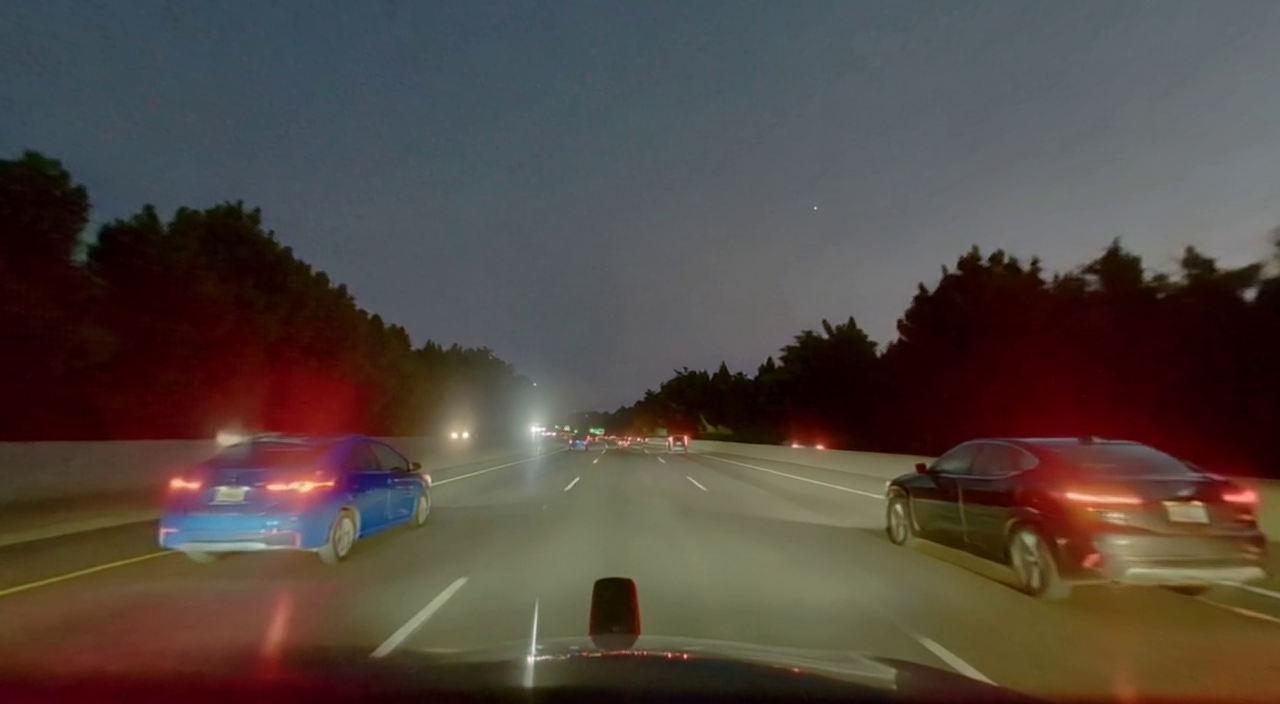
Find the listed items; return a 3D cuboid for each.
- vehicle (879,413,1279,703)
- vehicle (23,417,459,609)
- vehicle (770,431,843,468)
[{"bbox_3d":[3.724,1.350,5.238,1.883,1.536,3.792,0,-8,-2],"label":"vehicle"},{"bbox_3d":[-3.929,1.628,7.581,2.032,1.535,4.889,0,-8,0],"label":"vehicle"},{"bbox_3d":[8.080,4.772,31.088,2.156,1.679,4.492,0,-8,-3],"label":"vehicle"}]
